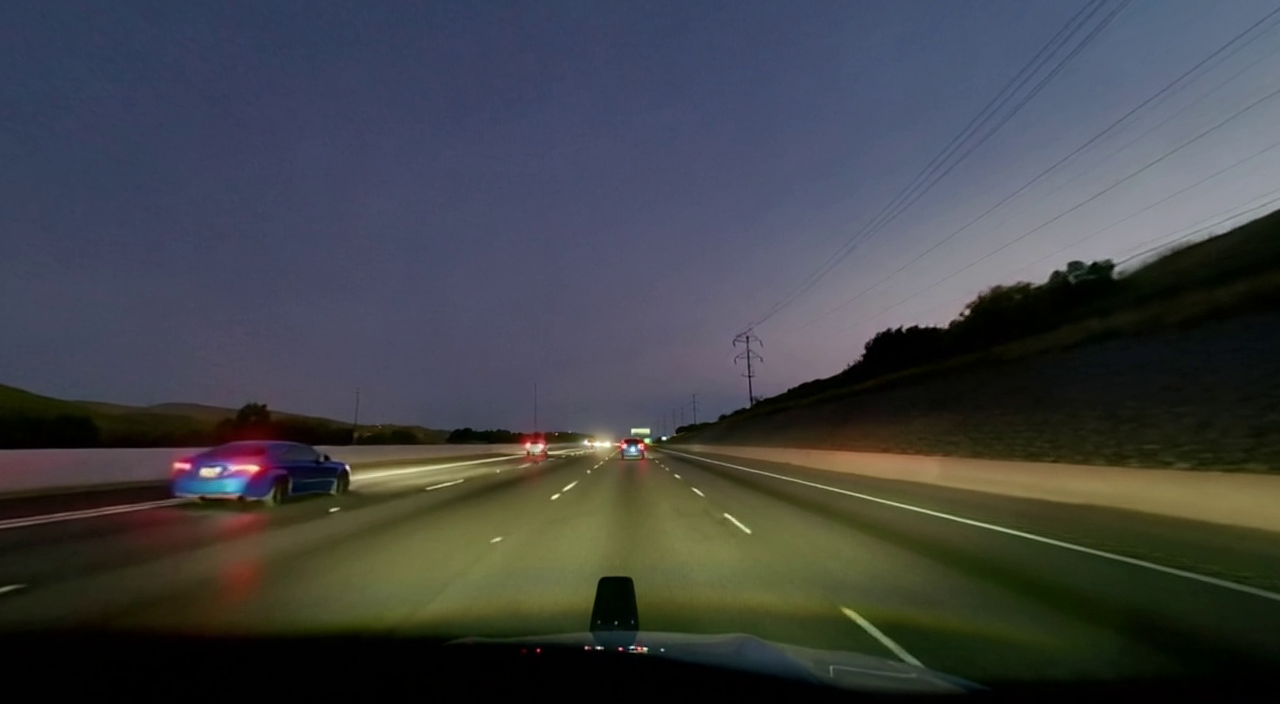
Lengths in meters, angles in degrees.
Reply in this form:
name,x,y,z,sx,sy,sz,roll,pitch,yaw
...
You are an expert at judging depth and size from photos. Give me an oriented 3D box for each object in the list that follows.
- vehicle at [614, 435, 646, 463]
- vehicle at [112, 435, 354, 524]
name,x,y,z,sx,sy,sz,roll,pitch,yaw
vehicle,-0.677,6.402,41.550,2.040,1.715,3.906,0,-8,-1
vehicle,-7.663,2.404,12.536,1.949,1.428,4.408,0,-8,-1
